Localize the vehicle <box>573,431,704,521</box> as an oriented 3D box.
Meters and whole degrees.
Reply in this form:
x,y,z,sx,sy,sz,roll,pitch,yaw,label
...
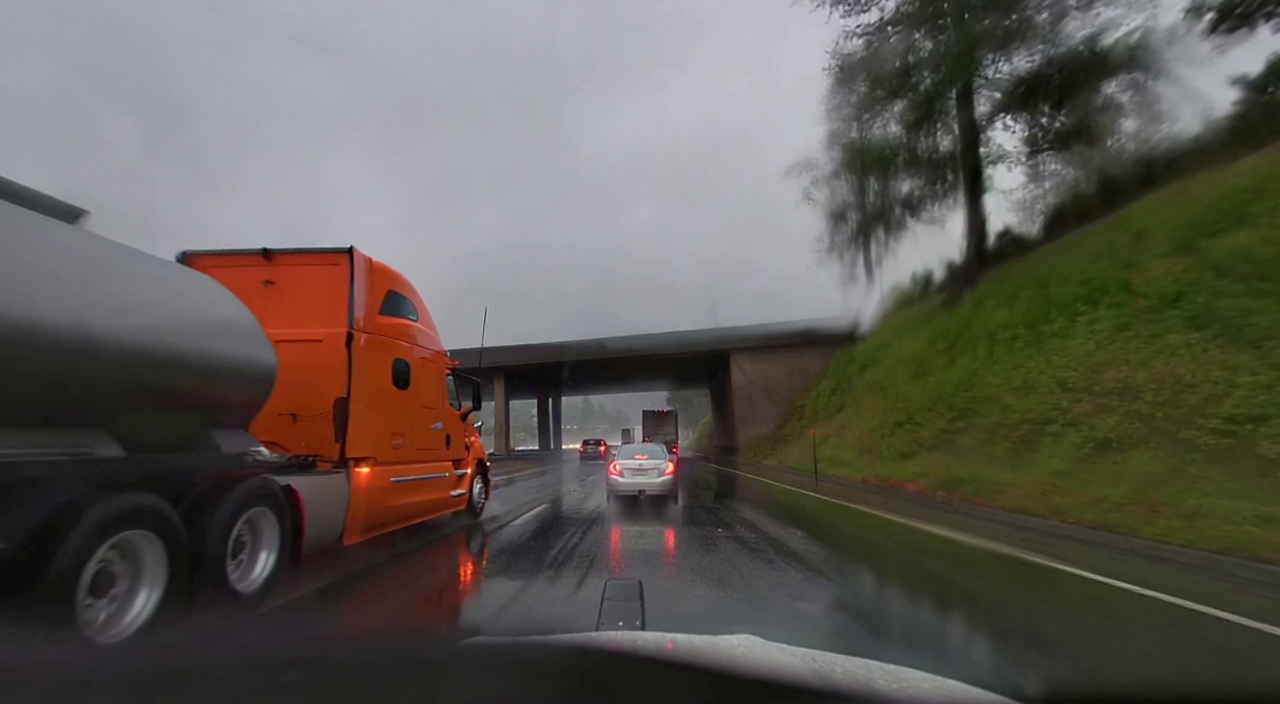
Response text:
x,y,z,sx,sy,sz,roll,pitch,yaw,label
-0.035,2.421,12.842,2.215,1.481,4.246,0,-9,0,vehicle

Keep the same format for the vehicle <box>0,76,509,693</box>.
x,y,z,sx,sy,sz,roll,pitch,yaw,label
-4.093,0.687,7.752,3.019,3.584,8.205,-1,-9,1,vehicle
